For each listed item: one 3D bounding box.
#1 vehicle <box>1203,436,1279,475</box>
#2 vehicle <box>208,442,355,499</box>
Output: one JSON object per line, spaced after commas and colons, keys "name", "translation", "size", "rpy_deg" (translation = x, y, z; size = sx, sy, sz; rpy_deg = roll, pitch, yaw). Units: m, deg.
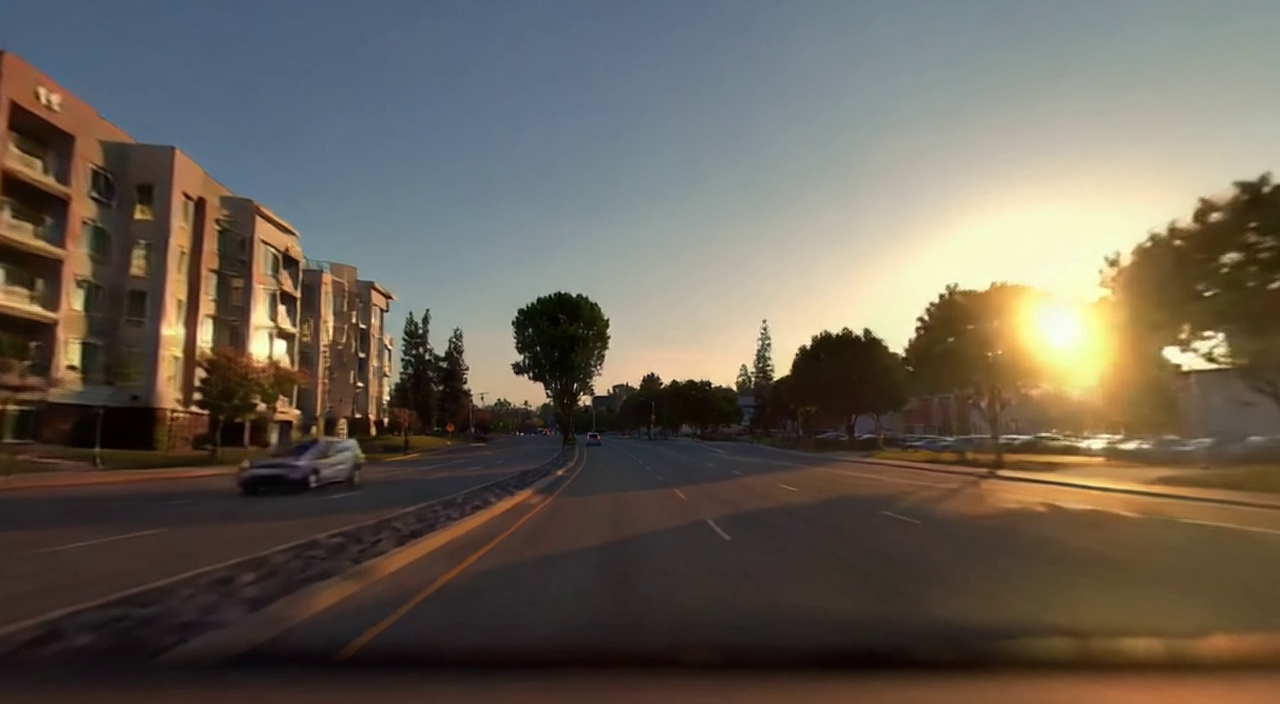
{"name": "vehicle", "translation": [26.840, 4.316, 26.517], "size": [4.442, 1.557, 1.924], "rpy_deg": [0, -9, 1]}
{"name": "vehicle", "translation": [-10.548, 3.496, 19.038], "size": [1.963, 1.518, 4.278], "rpy_deg": [0, -9, -1]}
